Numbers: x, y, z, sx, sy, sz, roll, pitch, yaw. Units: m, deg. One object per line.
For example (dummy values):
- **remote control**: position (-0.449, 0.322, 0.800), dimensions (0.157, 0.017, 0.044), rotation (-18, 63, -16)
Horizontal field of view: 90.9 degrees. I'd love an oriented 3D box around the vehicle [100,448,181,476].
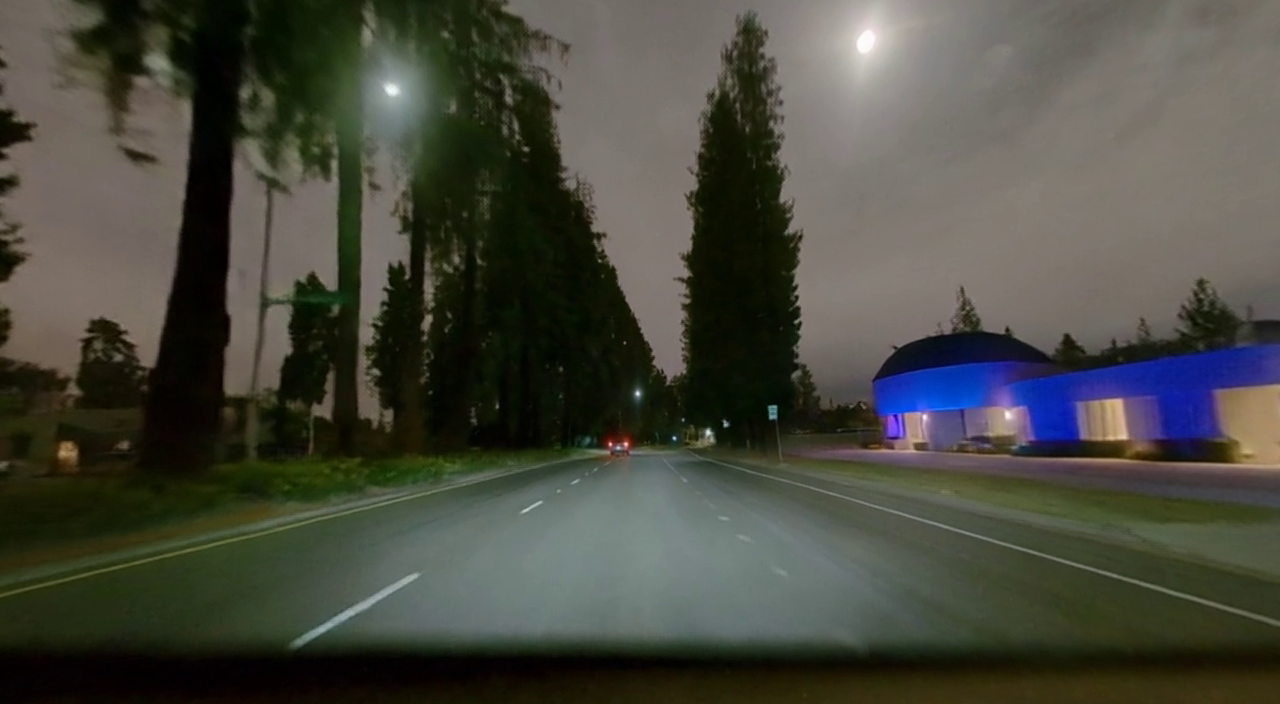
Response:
- **vehicle**: position (-34.256, 7.509, 43.336), dimensions (2.036, 1.754, 4.177), rotation (0, -8, 1)
